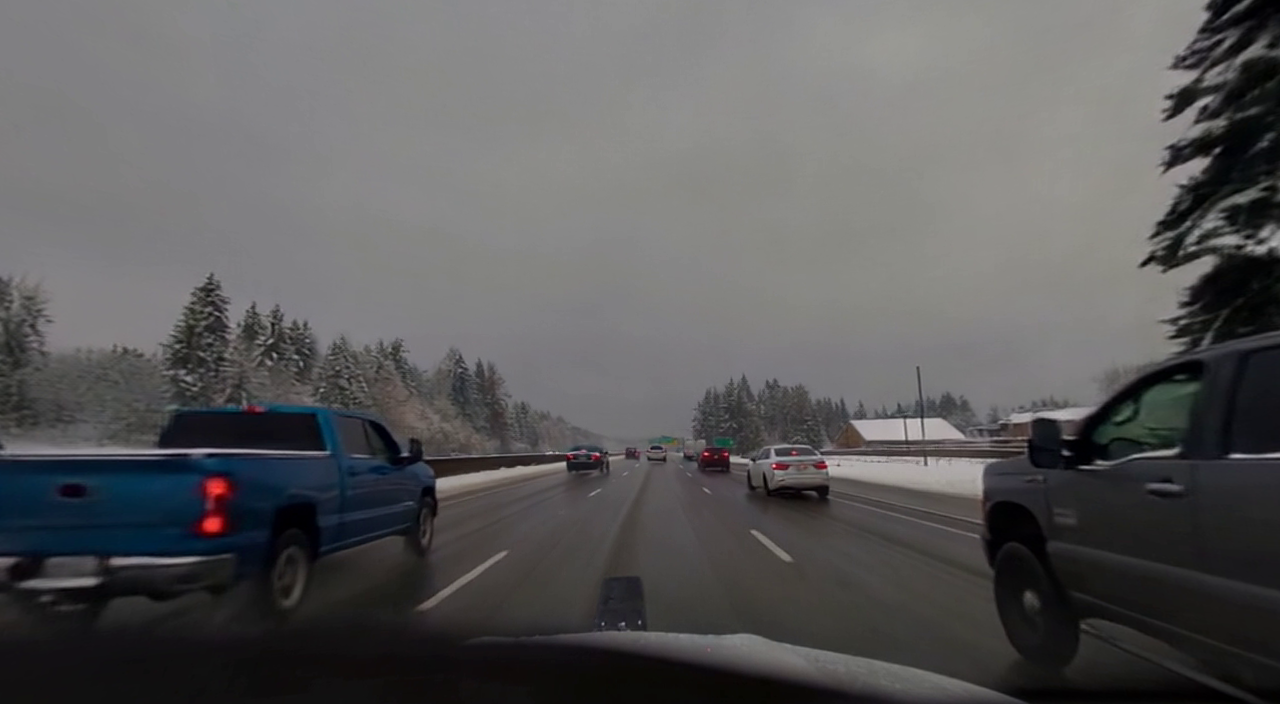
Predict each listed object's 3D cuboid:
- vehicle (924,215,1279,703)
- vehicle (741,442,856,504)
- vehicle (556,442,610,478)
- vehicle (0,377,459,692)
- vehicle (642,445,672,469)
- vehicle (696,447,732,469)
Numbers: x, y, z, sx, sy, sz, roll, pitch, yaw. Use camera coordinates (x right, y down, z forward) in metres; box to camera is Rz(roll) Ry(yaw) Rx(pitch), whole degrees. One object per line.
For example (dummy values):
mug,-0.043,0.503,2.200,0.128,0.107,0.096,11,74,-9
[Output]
vehicle,3.648,0.508,1.537,3.024,2.092,6.797,-1,-8,3
vehicle,4.289,3.327,17.888,2.111,1.498,4.466,0,-8,0
vehicle,-2.878,5.587,32.949,2.209,1.714,4.576,-1,-8,2
vehicle,-3.543,1.368,5.959,2.146,1.775,4.553,0,-8,2
vehicle,1.214,7.674,46.322,2.080,1.682,4.150,0,-8,1
vehicle,5.201,7.529,44.896,2.072,1.456,4.537,0,-8,1
